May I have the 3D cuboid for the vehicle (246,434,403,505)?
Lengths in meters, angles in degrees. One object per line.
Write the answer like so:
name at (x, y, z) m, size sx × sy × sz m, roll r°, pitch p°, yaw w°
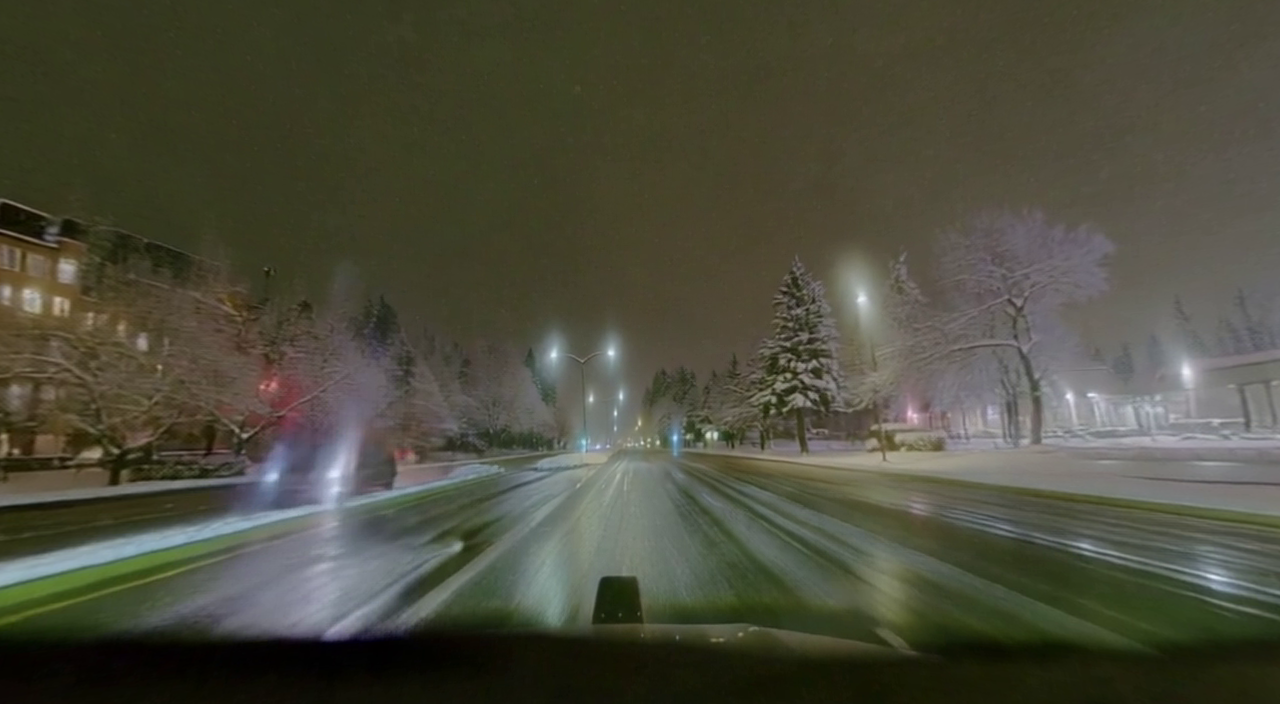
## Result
vehicle at (-8.530, 3.204, 17.579) m, size 2.046 × 1.700 × 4.439 m, roll 0°, pitch -9°, yaw 0°

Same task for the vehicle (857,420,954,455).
vehicle at (19.783, 6.389, 47.093) m, size 6.174 × 2.496 × 2.349 m, roll 0°, pitch -9°, yaw -2°
